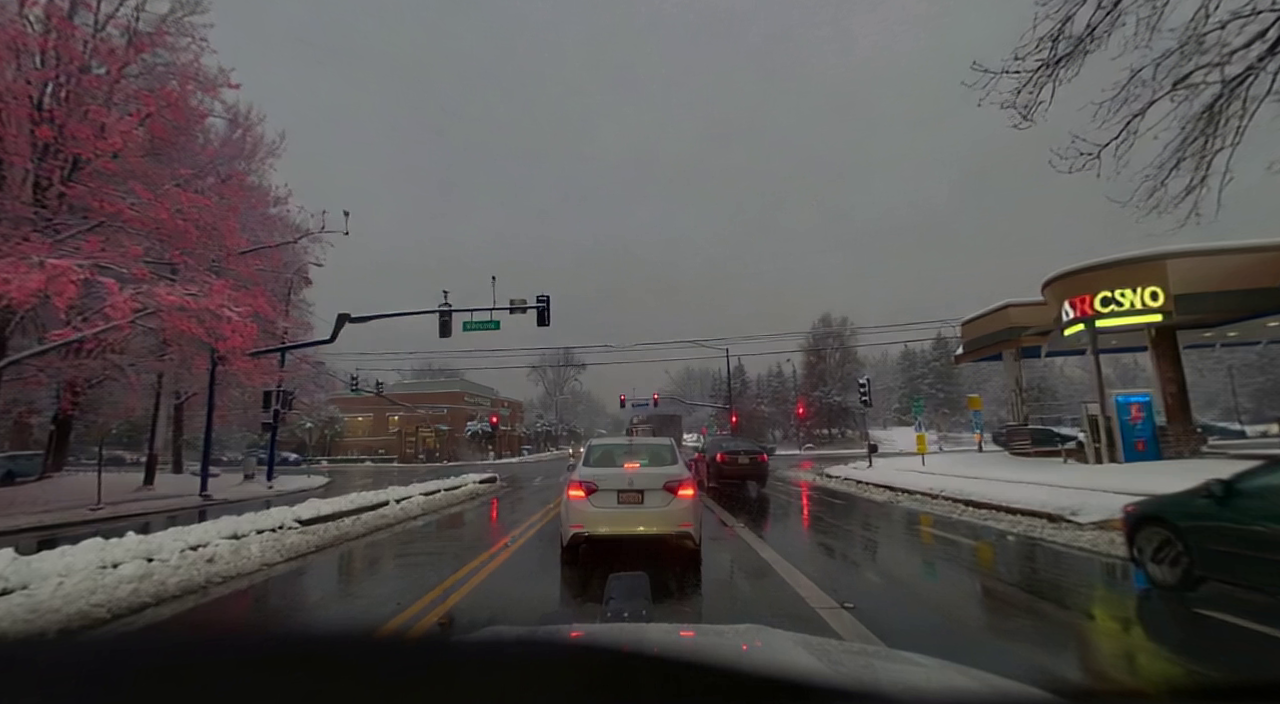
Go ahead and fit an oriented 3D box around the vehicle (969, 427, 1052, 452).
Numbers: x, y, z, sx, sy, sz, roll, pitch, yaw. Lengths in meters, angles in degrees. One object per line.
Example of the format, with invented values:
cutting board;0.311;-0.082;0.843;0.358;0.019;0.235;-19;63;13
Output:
vehicle;27.123;6.424;46.284;4.664;1.728;2.171;-1;-8;3

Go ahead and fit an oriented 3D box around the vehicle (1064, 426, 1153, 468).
vehicle;18.589;3.756;24.913;4.300;1.495;2.053;8;-12;-44

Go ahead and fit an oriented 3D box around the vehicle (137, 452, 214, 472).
vehicle;-34.881;8.272;47.361;4.466;1.438;1.837;-1;-8;5

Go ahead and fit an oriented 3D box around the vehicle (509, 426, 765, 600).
vehicle;-0.055;1.694;7.554;2.213;1.482;4.057;0;-8;-1

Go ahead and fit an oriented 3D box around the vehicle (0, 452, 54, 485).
vehicle;-33.302;6.037;32.897;2.186;1.588;4.686;3;-9;-20

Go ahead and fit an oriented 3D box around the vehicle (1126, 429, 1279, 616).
vehicle;6.188;1.292;4.481;1.942;1.511;4.390;0;-8;0
